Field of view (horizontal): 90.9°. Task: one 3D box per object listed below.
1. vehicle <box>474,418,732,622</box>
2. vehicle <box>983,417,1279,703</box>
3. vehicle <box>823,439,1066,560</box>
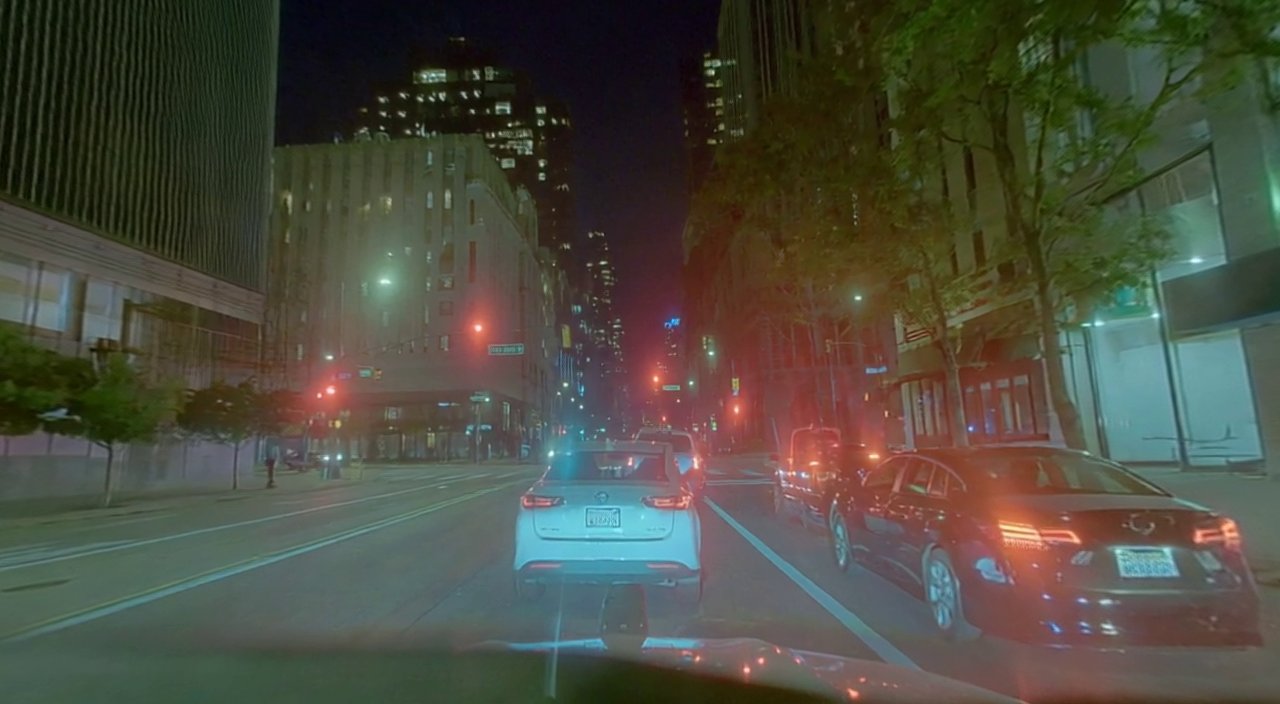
[{"bbox_3d":[-0.276,1.512,6.561,1.888,1.489,3.703,0,-8,0],"label":"vehicle"},{"bbox_3d":[3.184,0.873,1.498,2.006,1.496,4.767,0,-8,-1],"label":"vehicle"},{"bbox_3d":[4.531,2.216,10.358,1.912,1.505,4.618,-1,-8,3],"label":"vehicle"}]
